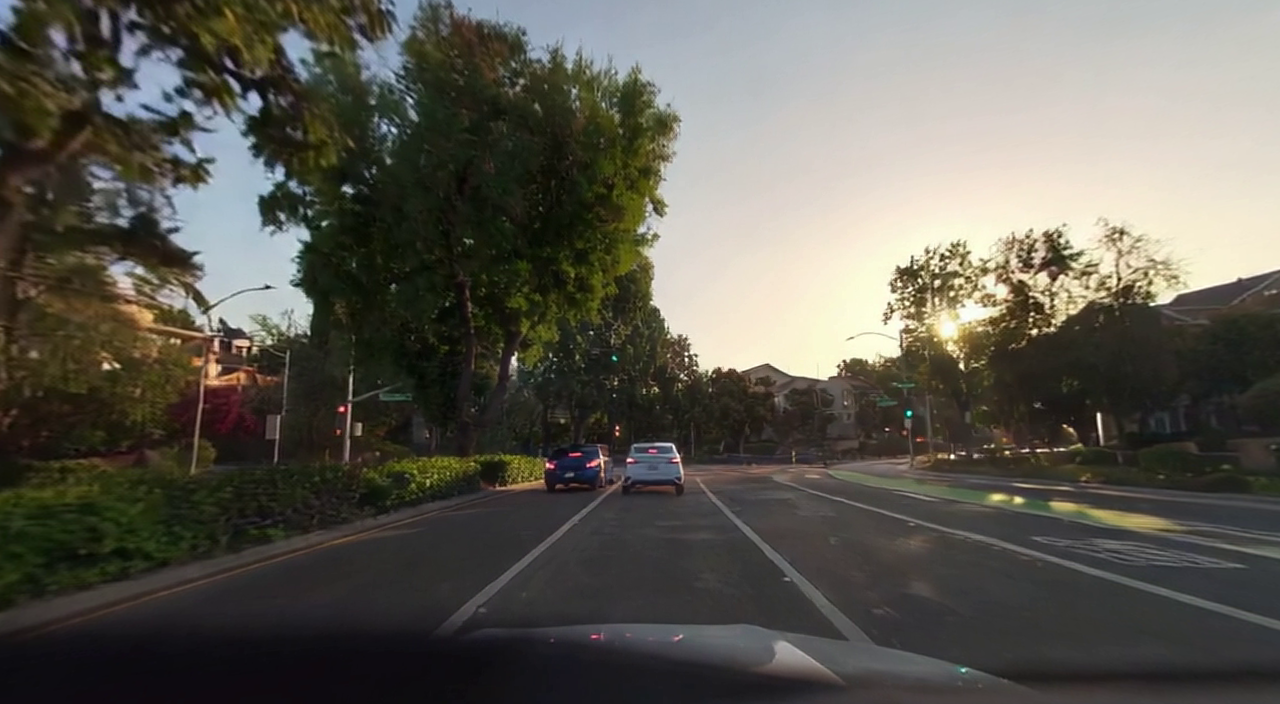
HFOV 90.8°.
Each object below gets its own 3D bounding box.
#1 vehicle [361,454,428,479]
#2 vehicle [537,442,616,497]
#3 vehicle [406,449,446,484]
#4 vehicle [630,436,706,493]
[{"bbox_3d":[-18.288,8.513,47.095,4.685,1.746,2.095,-5,-10,30],"label":"vehicle"},{"bbox_3d":[-1.829,3.555,19.448,1.923,1.498,3.887,0,-9,2],"label":"vehicle"},{"bbox_3d":[-12.283,6.546,36.482,2.005,1.702,4.697,0,-8,-16],"label":"vehicle"},{"bbox_3d":[0.881,3.733,21.293,2.286,1.701,4.395,0,-9,1],"label":"vehicle"}]
